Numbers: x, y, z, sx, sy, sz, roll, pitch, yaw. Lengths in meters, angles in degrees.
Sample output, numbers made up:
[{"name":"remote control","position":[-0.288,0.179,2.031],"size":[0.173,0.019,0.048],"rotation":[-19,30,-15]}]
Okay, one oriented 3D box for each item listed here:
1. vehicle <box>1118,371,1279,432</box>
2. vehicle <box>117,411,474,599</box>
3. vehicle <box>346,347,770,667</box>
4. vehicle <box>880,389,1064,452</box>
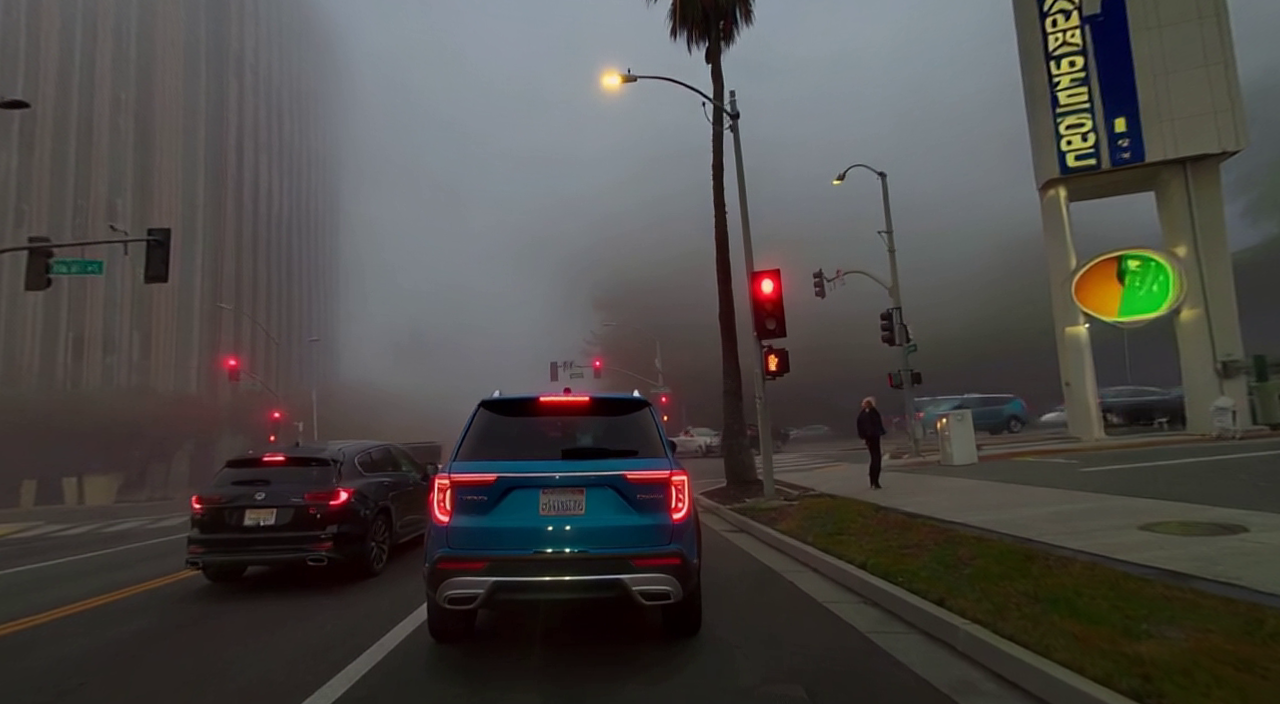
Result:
[{"name":"vehicle","position":[20.634,1.821,22.714],"size":[5.033,1.999,2.259],"rotation":[0,-8,-3]},{"name":"vehicle","position":[-3.808,1.762,8.356],"size":[2.097,1.692,5.030],"rotation":[0,-8,-3]},{"name":"vehicle","position":[-0.552,1.266,6.288],"size":[2.519,1.913,4.819],"rotation":[0,-8,-2]},{"name":"vehicle","position":[11.621,2.458,22.400],"size":[5.307,2.076,2.122],"rotation":[0,-8,-4]}]
